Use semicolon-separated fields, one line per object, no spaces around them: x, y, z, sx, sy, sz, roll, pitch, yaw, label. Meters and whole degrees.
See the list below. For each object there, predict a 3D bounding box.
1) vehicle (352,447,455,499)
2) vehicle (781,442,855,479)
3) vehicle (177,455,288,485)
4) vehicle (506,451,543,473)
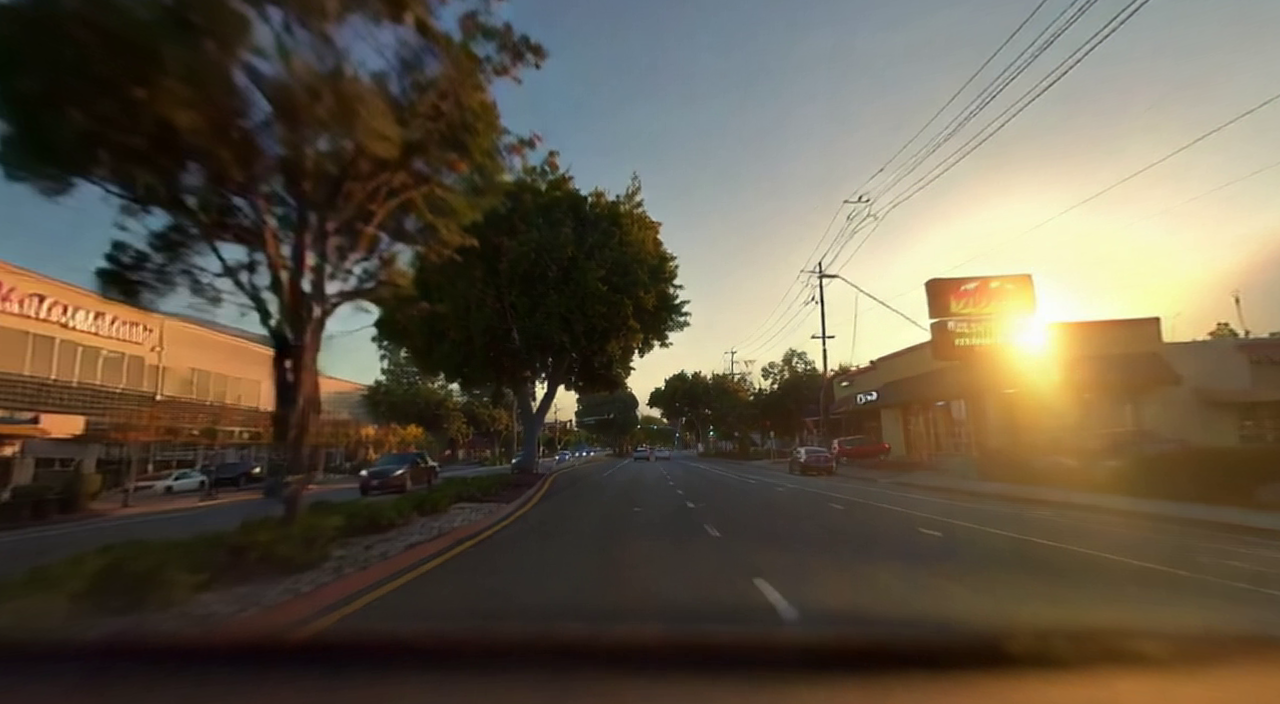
-8.558;4.382;23.355;2.113;1.703;4.459;0;-8;0;vehicle
9.371;5.713;33.789;2.358;1.785;5.404;0;-8;0;vehicle
-28.436;8.237;44.273;6.009;1.888;2.416;0;-8;-2;vehicle
-8.514;8.147;46.900;1.888;1.454;4.420;0;-8;1;vehicle
